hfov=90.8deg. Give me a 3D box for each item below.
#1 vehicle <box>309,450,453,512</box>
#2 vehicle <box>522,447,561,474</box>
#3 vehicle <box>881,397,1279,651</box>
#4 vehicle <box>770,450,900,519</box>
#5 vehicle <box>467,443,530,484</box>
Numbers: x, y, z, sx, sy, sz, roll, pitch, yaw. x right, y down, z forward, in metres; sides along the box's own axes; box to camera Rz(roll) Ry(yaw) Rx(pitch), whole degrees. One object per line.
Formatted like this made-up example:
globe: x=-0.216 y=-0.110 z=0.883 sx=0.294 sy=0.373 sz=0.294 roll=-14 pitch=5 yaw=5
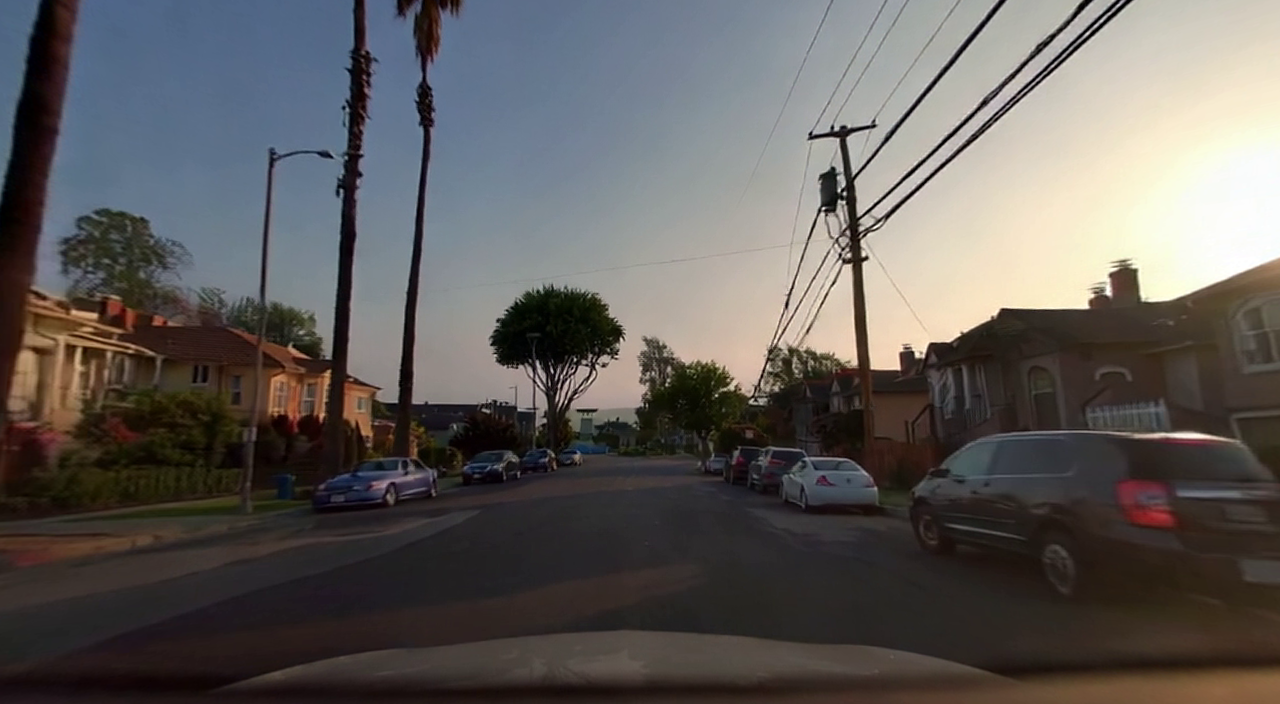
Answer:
vehicle: x=-7.039 y=3.530 z=17.827 sx=2.013 sy=1.483 sz=4.645 roll=0 pitch=-9 yaw=1
vehicle: x=-6.848 y=7.587 z=44.462 sx=2.085 sy=1.770 sz=4.429 roll=0 pitch=-9 yaw=0
vehicle: x=4.765 y=1.626 z=7.101 sx=2.115 sy=1.826 sz=4.871 roll=1 pitch=-9 yaw=-1
vehicle: x=4.824 y=3.313 z=16.358 sx=1.795 sy=1.424 sz=4.327 roll=-3 pitch=-9 yaw=-2
vehicle: x=-7.221 y=5.716 z=32.799 sx=2.077 sy=1.888 sz=4.551 roll=-1 pitch=-8 yaw=2
